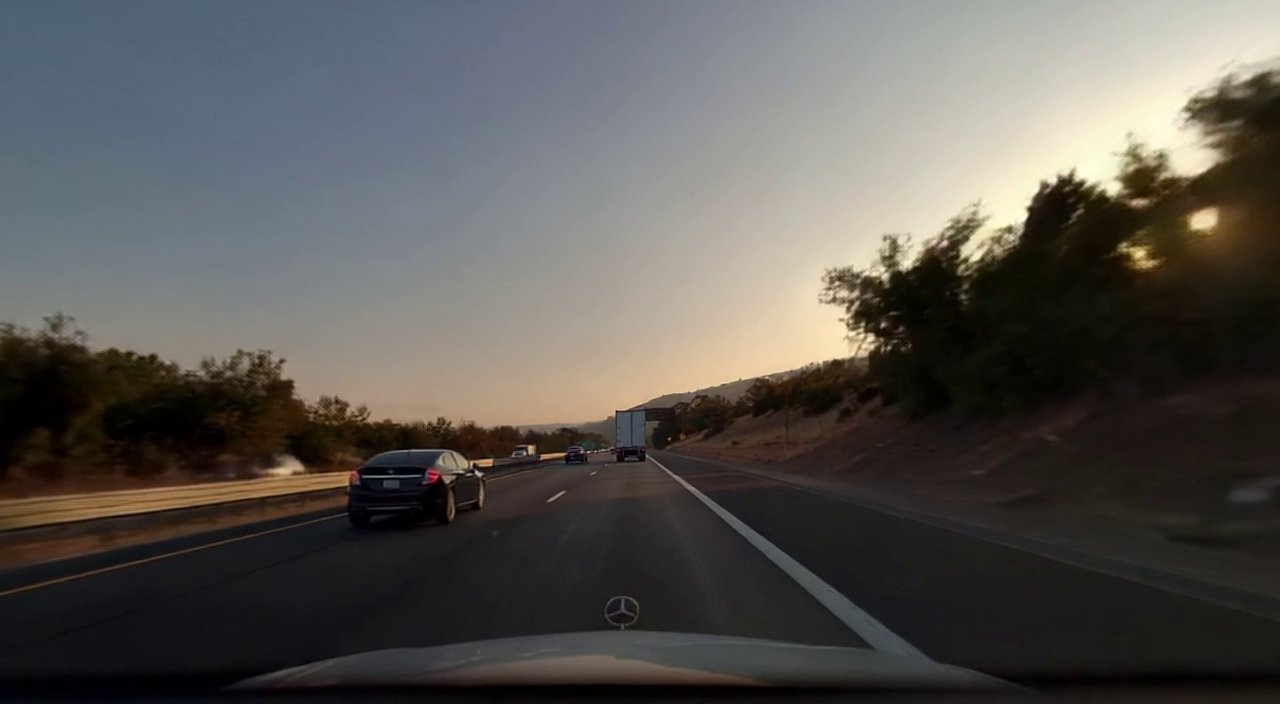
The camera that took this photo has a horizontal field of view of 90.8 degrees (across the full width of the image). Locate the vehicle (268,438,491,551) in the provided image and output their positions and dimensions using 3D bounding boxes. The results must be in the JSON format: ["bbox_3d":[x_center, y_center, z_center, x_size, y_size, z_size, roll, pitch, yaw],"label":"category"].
[{"bbox_3d":[-4.021,2.245,10.642,1.978,1.507,4.062,0,-9,0],"label":"vehicle"}]

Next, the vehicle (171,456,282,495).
[{"bbox_3d":[-16.992,5.082,26.213,1.774,1.409,4.239,0,-9,-1],"label":"vehicle"}]

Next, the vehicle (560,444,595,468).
[{"bbox_3d":[-4.513,7.639,46.418,2.115,1.668,4.217,0,-9,0],"label":"vehicle"}]
